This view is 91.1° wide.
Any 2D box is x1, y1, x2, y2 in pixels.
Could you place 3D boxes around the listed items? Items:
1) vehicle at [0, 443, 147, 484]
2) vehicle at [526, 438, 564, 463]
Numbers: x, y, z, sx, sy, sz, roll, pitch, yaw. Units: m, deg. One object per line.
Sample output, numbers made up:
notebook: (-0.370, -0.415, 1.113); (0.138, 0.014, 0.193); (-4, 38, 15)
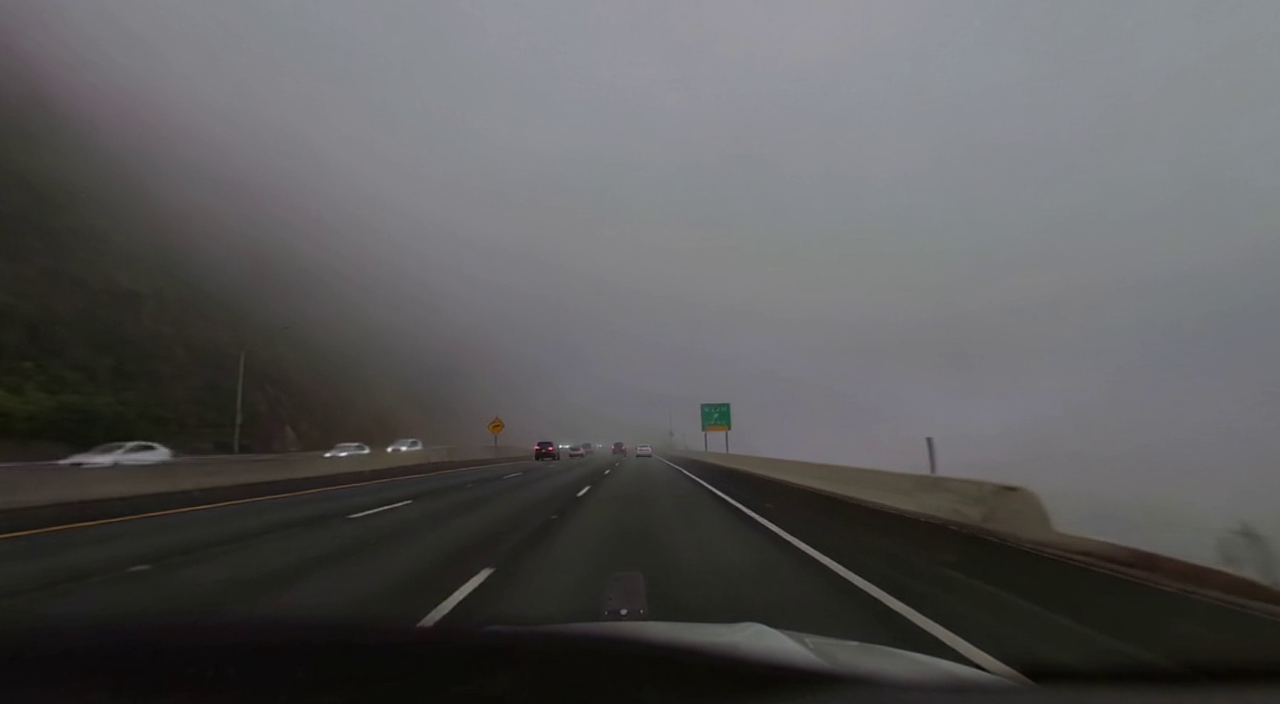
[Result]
vehicle: (-22.407, 4.365, 24.999); (1.857, 1.443, 4.451); (0, -8, 1)
vehicle: (-6.799, 7.104, 45.372); (1.972, 1.660, 4.254); (0, -8, 1)
